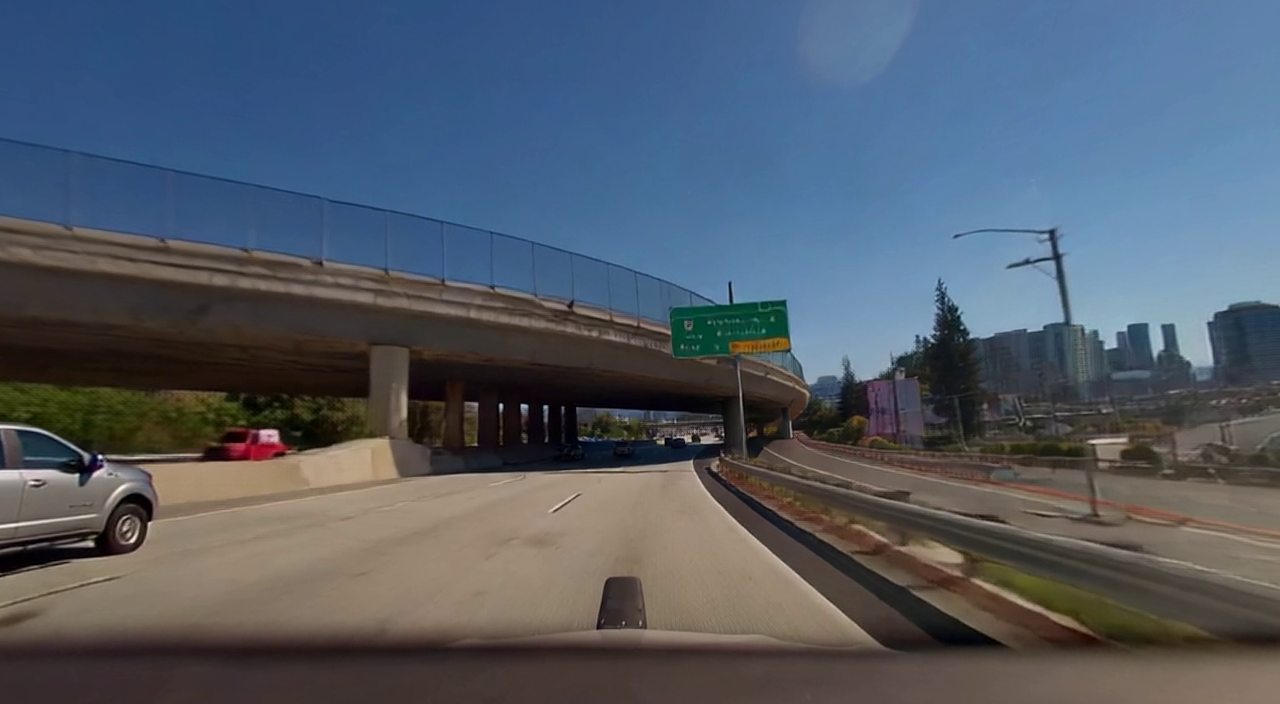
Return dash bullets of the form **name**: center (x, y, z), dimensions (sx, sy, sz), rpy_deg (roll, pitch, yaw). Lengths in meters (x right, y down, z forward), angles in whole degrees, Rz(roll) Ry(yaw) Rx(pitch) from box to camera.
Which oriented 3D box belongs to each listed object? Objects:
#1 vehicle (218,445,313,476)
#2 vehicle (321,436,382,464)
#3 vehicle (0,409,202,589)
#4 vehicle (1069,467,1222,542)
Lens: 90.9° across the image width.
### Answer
- **vehicle**: center (-18.835, 5.430, 31.988), dimensions (1.906, 1.444, 4.365), rpy_deg (-1, -8, 4)
- **vehicle**: center (-21.373, 7.288, 46.999), dimensions (1.974, 1.907, 4.816), rpy_deg (-1, -8, 5)
- **vehicle**: center (-6.806, 1.359, 5.876), dimensions (1.923, 1.630, 4.857), rpy_deg (0, -8, 1)
- **vehicle**: center (27.260, 8.164, 34.549), dimensions (2.749, 3.380, 6.690), rpy_deg (0, -8, 1)
